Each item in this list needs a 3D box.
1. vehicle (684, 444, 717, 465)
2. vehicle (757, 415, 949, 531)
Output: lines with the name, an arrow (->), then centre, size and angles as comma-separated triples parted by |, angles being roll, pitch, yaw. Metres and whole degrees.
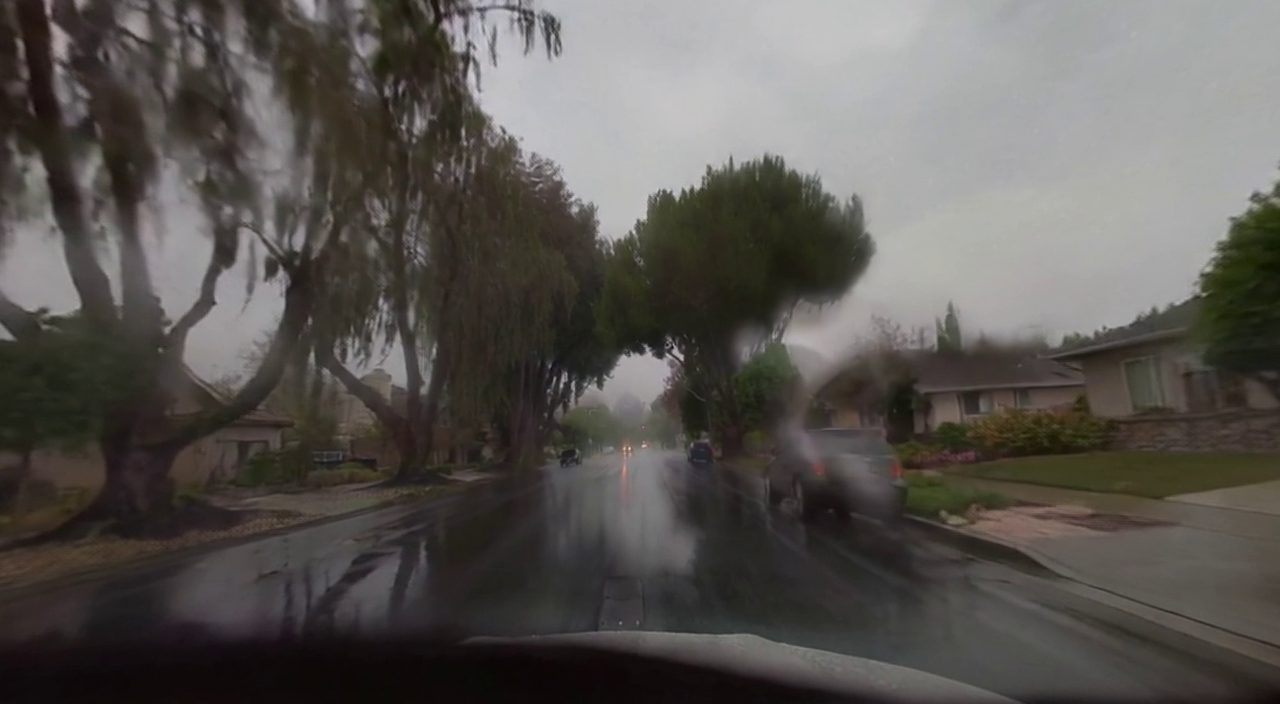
vehicle -> 4.395, 7.519, 46.557 | 2.013, 1.473, 4.329 | 0, -9, 0
vehicle -> 3.641, 2.172, 11.859 | 2.055, 1.738, 4.448 | 0, -9, 0
